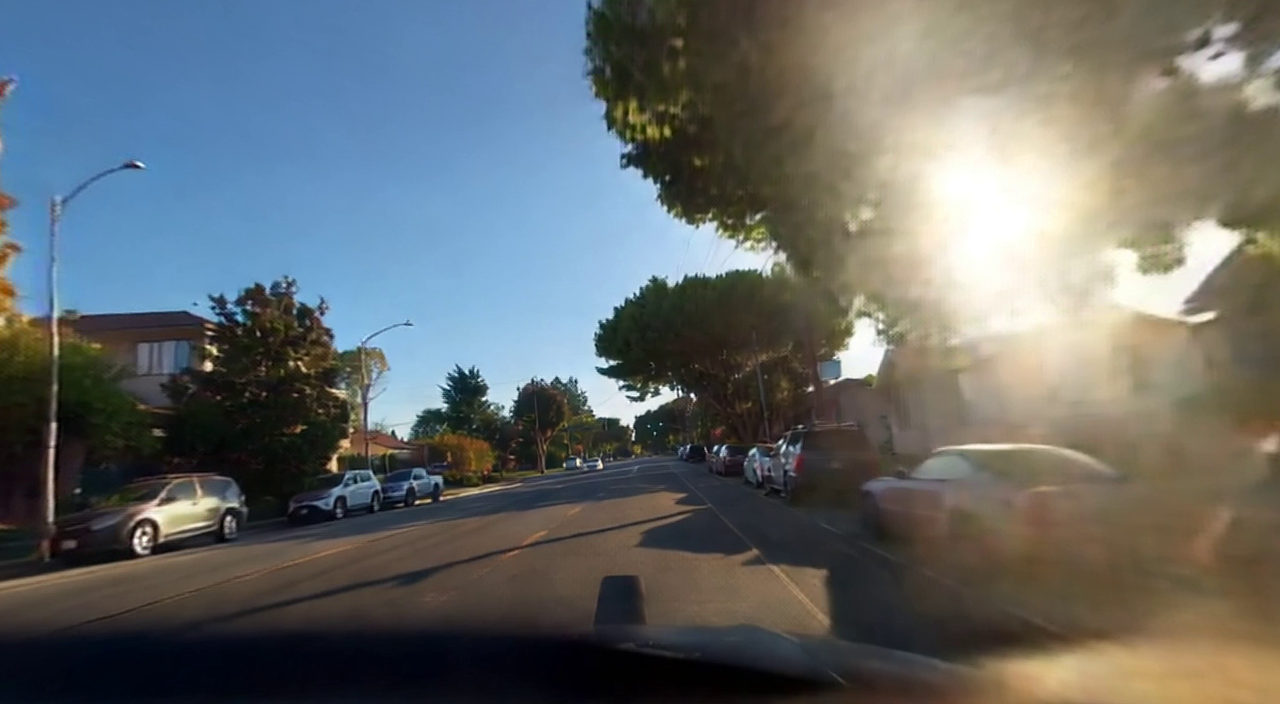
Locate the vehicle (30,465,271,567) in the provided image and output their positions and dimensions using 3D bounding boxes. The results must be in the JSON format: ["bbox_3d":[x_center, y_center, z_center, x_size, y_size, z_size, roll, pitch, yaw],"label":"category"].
[{"bbox_3d":[-10.972,3.629,14.727,1.937,1.837,4.414,-1,-8,2],"label":"vehicle"}]

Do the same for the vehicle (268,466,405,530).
[{"bbox_3d":[-10.719,5.164,22.933,2.089,1.837,5.499,-1,-8,2],"label":"vehicle"}]

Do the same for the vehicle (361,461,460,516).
[{"bbox_3d":[-10.291,6.130,28.955,2.282,2.060,5.738,0,-8,1],"label":"vehicle"}]

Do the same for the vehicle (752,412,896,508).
[{"bbox_3d":[4.672,2.879,17.212,2.330,2.160,5.550,0,-8,1],"label":"vehicle"}]

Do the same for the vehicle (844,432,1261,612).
[{"bbox_3d":[4.332,1.845,7.974,1.927,1.483,5.100,-1,-9,2],"label":"vehicle"}]
